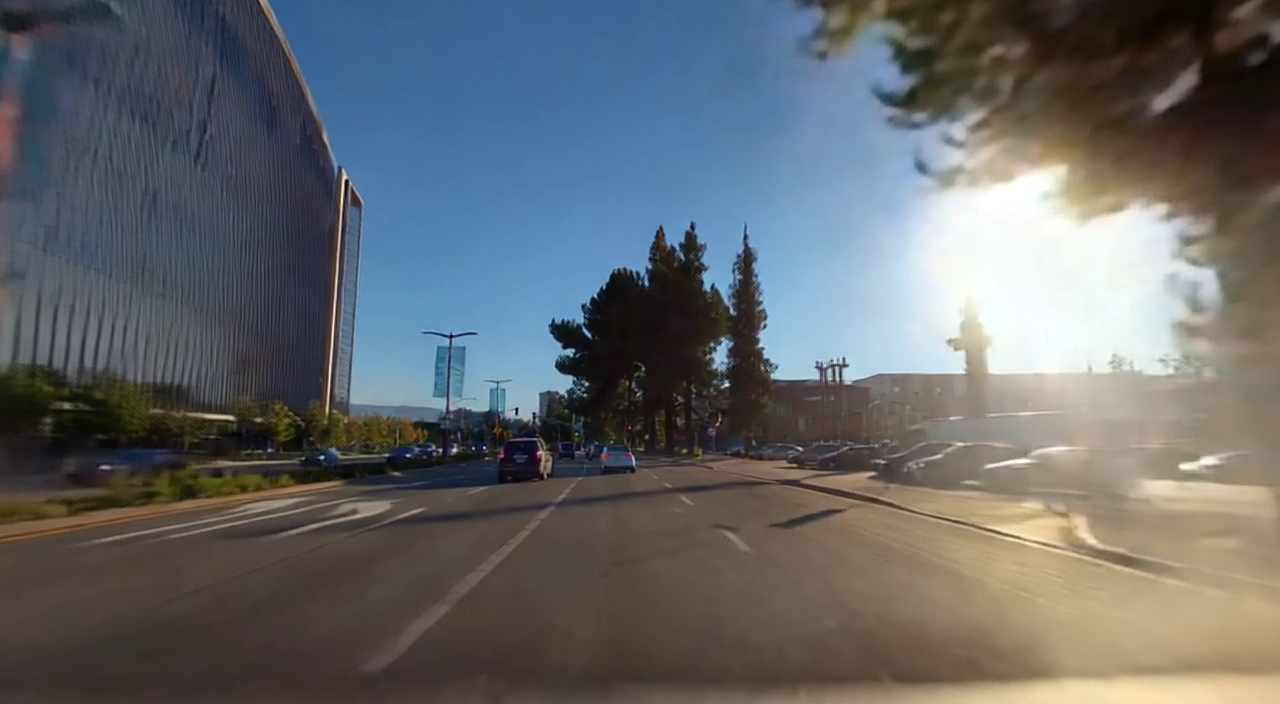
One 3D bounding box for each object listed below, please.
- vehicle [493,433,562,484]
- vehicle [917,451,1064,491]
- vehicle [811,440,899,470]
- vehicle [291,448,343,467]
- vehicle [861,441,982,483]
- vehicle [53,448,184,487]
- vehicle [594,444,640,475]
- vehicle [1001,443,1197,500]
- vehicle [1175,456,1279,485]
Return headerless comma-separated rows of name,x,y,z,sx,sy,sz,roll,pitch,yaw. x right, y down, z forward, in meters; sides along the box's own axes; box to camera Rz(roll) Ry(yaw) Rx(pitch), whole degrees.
vehicle,-4.297,4.137,24.846,2.001,1.784,4.483,0,-8,-2
vehicle,12.897,4.406,23.462,4.383,1.348,1.715,-1,-9,1
vehicle,12.542,6.053,37.032,4.489,1.652,1.783,-1,-9,1
vehicle,-23.970,7.807,47.005,1.842,1.315,4.463,1,-8,-5
vehicle,12.678,4.970,28.664,4.569,1.813,1.872,0,-8,-3
vehicle,-20.321,4.466,24.904,1.751,1.342,4.414,1,-8,-6
vehicle,-1.170,5.135,30.470,2.050,1.385,4.096,0,-8,-4
vehicle,13.546,3.557,18.892,4.264,1.566,1.854,-1,-10,4
vehicle,31.754,6.325,34.109,1.689,1.351,4.643,0,-8,0
